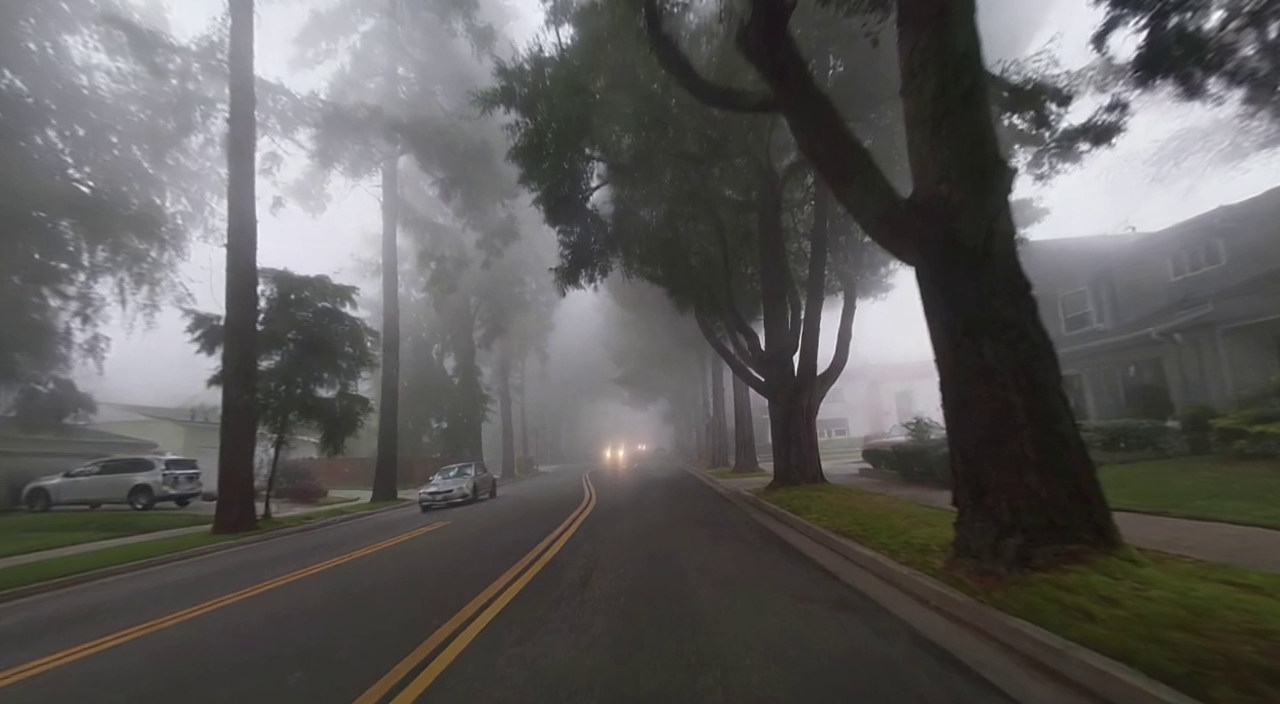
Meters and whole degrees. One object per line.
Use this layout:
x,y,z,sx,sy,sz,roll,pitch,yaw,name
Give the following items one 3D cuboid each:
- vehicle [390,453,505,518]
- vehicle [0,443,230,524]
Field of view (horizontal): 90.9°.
-5.616,3.908,18.999,1.956,1.452,4.426,-5,-8,1,vehicle
-16.775,4.021,19.782,5.969,2.158,2.643,0,-6,2,vehicle
